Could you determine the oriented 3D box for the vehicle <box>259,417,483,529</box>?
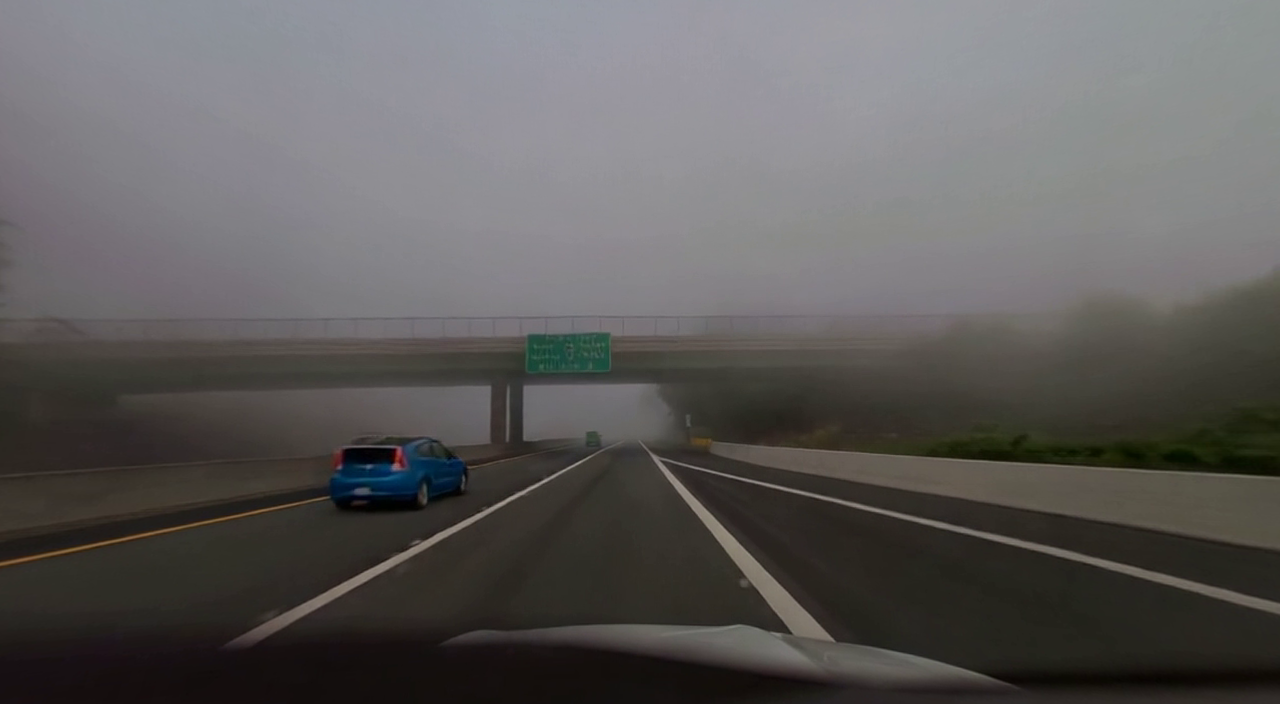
[{"bbox_3d":[-4.520,2.077,11.574,2.086,1.624,4.607,0,-8,0],"label":"vehicle"}]
